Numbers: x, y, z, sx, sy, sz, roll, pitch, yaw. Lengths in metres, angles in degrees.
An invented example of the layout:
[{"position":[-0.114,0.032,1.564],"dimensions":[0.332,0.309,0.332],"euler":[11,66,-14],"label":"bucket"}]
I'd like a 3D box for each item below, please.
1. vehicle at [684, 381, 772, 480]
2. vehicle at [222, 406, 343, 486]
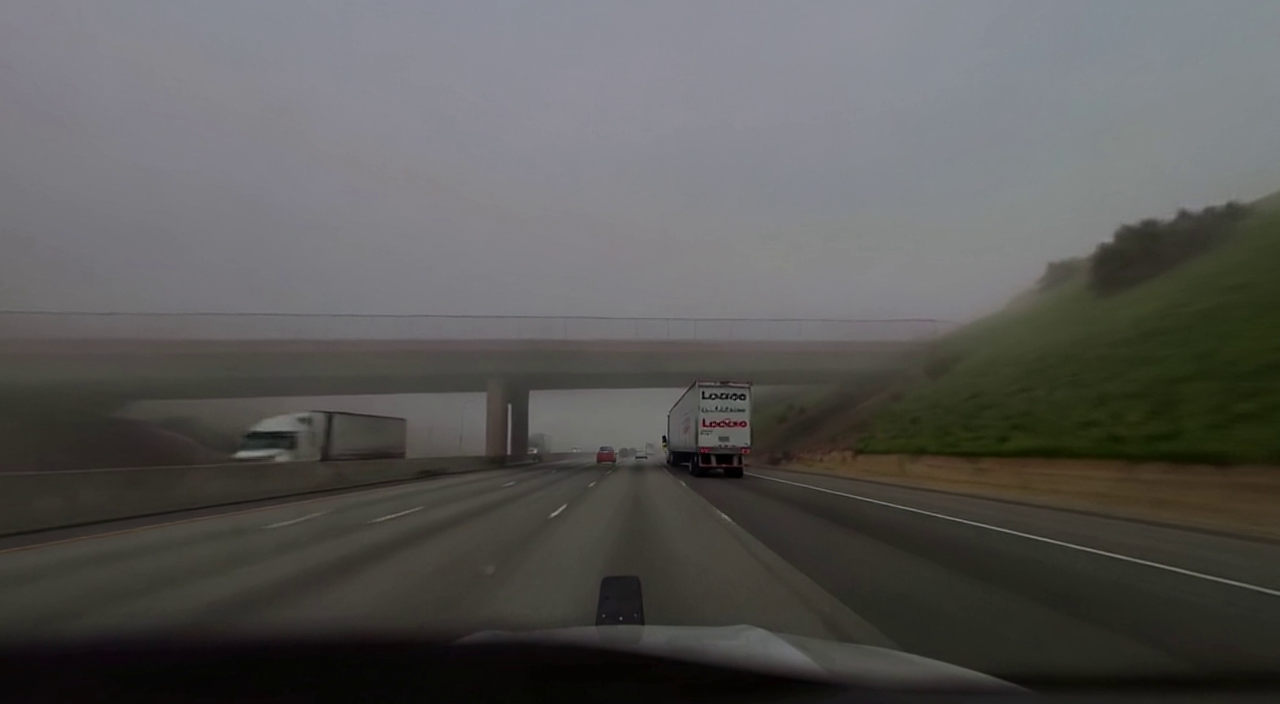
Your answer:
[{"position":[3.840,3.820,29.869],"dimensions":[2.885,3.992,8.526],"euler":[0,-9,0],"label":"vehicle"},{"position":[-19.542,5.224,35.014],"dimensions":[3.044,4.002,5.865],"euler":[0,-9,0],"label":"vehicle"}]
